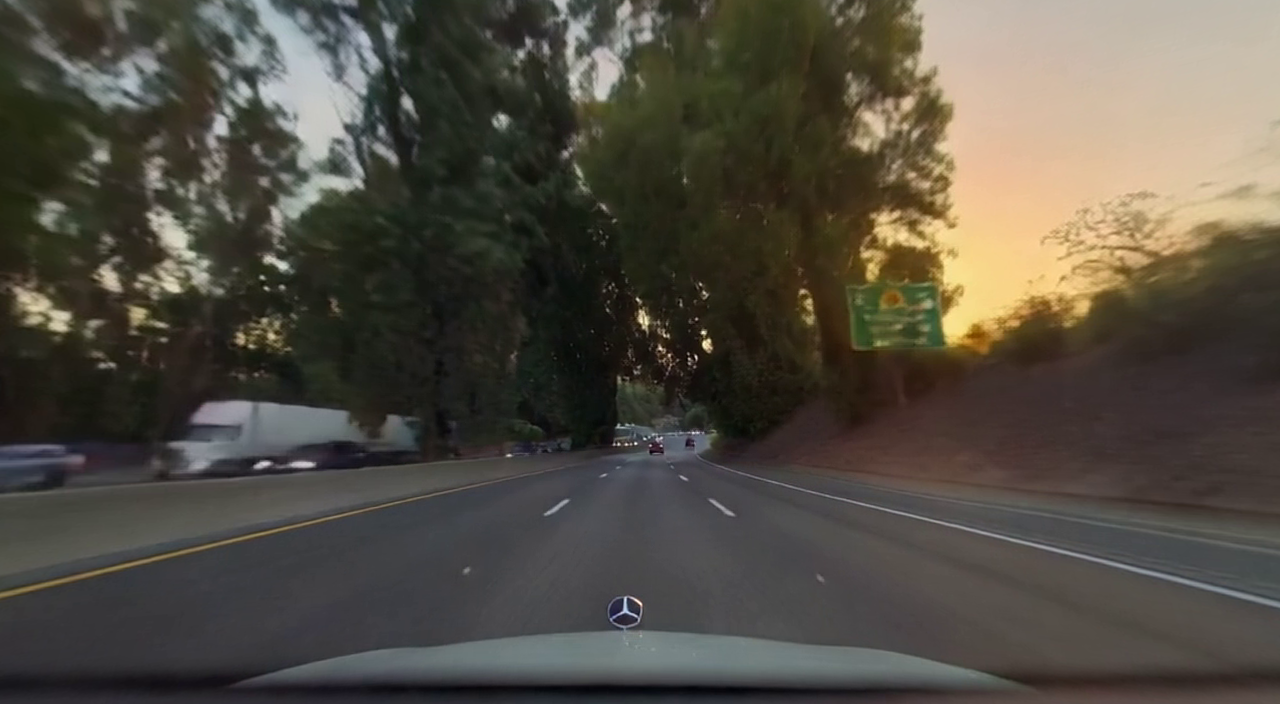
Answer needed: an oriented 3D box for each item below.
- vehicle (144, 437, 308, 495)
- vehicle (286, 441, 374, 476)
[{"bbox_3d":[-12.273,3.399,19.135,1.890,1.525,4.428,0,-9,1],"label":"vehicle"},{"bbox_3d":[-15.540,5.375,31.957,2.018,1.604,4.603,0,-9,1],"label":"vehicle"}]
